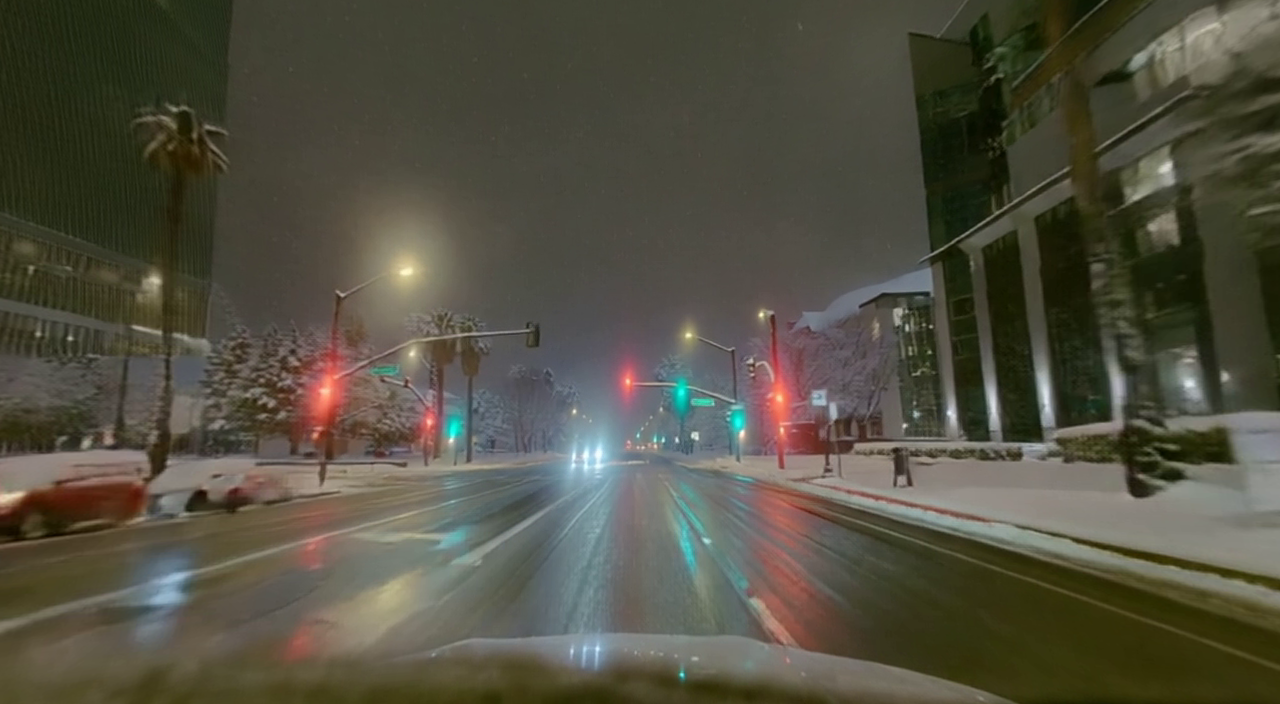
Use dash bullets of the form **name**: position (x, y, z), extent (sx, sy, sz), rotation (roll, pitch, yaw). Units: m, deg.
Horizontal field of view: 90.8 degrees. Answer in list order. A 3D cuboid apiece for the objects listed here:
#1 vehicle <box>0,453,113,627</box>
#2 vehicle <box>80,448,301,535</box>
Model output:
- **vehicle**: position (-6.411, 1.457, 4.353), extent (1.868, 1.467, 4.267), rotation (0, -9, 0)
- **vehicle**: position (-10.001, 3.079, 14.614), extent (1.923, 1.662, 4.318), rotation (0, -9, 0)
